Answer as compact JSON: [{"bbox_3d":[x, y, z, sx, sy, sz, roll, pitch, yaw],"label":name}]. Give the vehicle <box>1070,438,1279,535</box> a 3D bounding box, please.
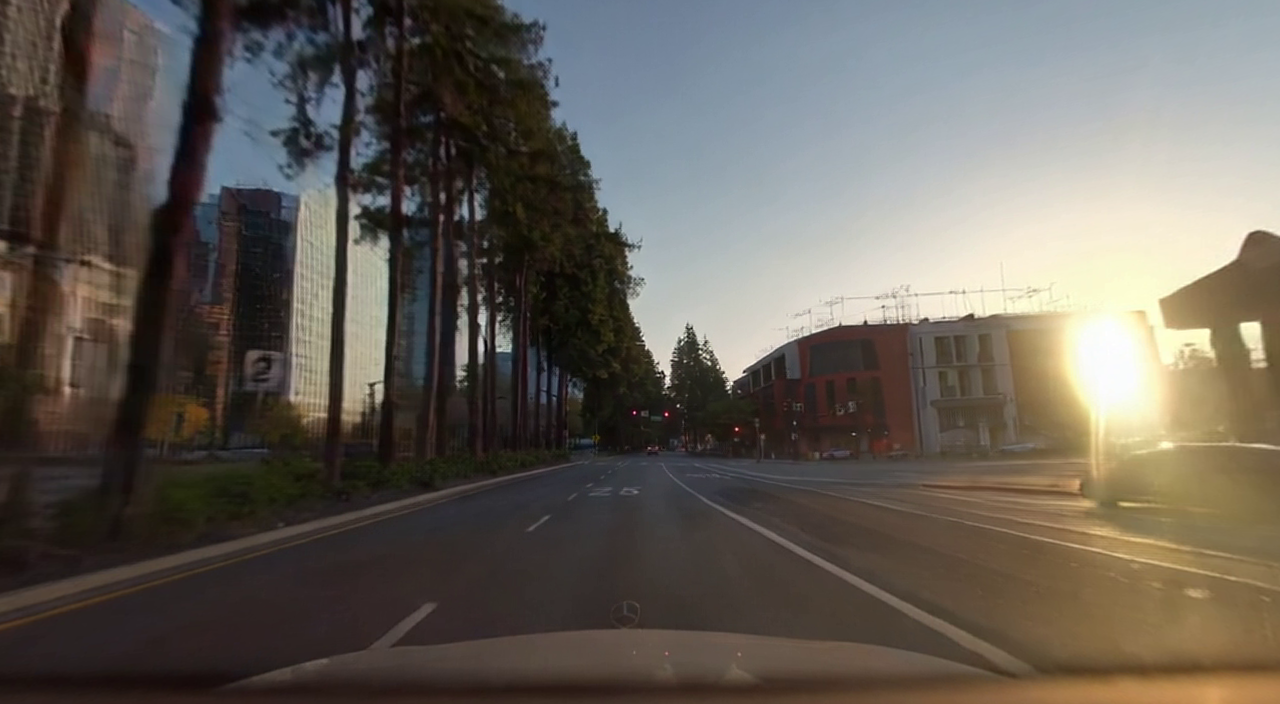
[{"bbox_3d":[10.952,2.437,12.162,2.043,1.491,4.627,0,-9,0],"label":"vehicle"}]
